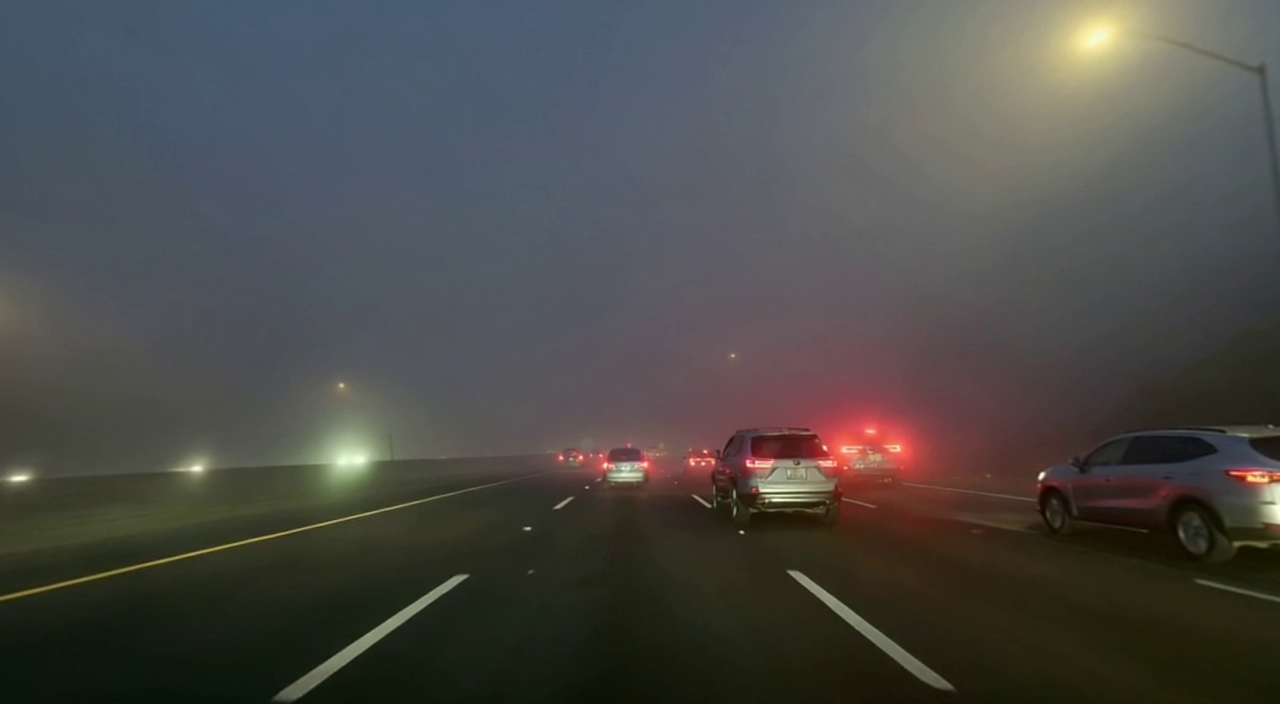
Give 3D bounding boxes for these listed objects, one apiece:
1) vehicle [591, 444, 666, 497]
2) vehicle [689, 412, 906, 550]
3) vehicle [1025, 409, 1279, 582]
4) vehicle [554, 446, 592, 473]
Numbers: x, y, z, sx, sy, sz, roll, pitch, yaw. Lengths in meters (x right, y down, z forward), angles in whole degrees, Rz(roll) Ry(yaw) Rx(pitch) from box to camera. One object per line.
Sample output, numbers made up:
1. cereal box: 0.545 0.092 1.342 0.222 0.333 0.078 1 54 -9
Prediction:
1. vehicle: -0.303 3.733 20.237 2.157 1.495 4.038 0 -9 1
2. vehicle: 2.181 1.954 10.115 2.230 1.740 3.976 1 -9 -3
3. vehicle: 7.134 1.638 7.716 1.972 1.647 4.429 0 -9 0
4. vehicle: -4.166 6.743 39.773 1.889 1.600 4.043 0 -9 1
